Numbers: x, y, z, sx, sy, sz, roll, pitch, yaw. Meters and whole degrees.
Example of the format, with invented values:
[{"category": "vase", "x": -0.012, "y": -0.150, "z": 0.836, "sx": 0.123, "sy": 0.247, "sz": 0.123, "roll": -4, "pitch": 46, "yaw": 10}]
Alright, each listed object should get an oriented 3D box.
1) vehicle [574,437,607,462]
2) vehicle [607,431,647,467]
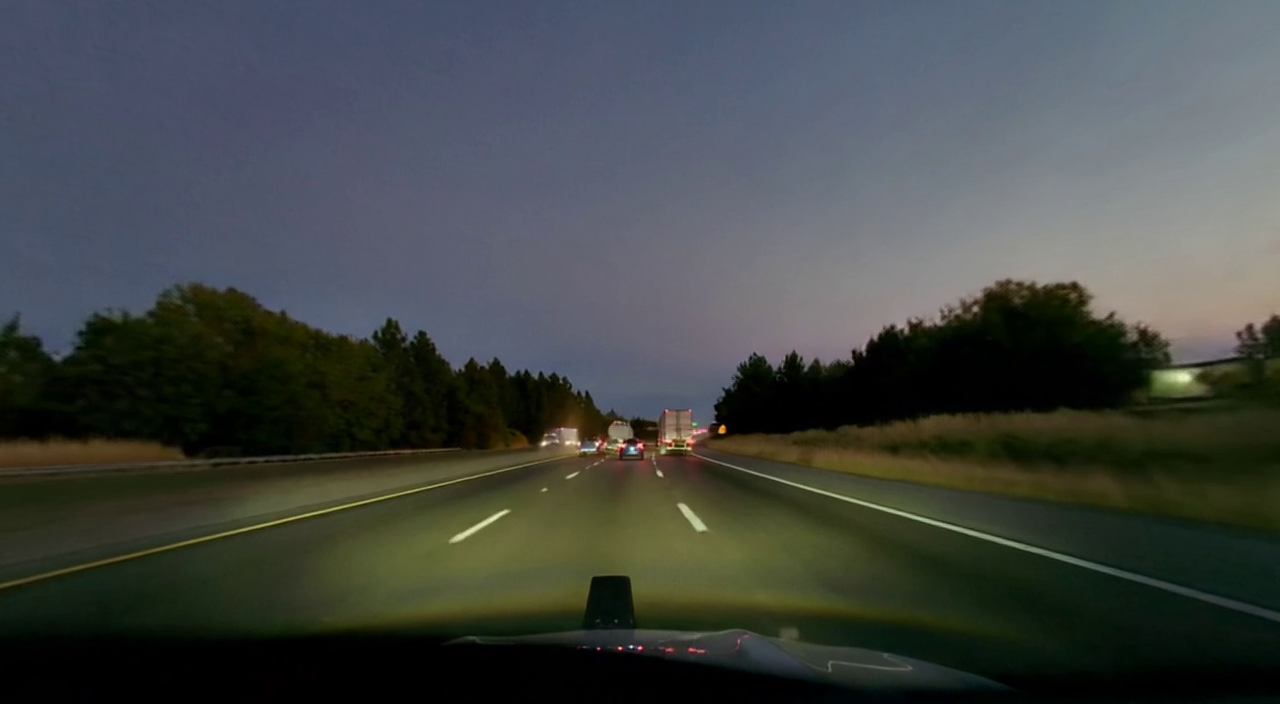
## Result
[{"category": "vehicle", "x": -3.612, "y": 7.248, "z": 46.925, "sx": 2.047, "sy": 1.757, "sz": 4.183, "roll": -1, "pitch": -8, "yaw": 1}, {"category": "vehicle", "x": -0.747, "y": 5.677, "z": 37.006, "sx": 2.211, "sy": 1.933, "sz": 4.315, "roll": 0, "pitch": -8, "yaw": 0}]
